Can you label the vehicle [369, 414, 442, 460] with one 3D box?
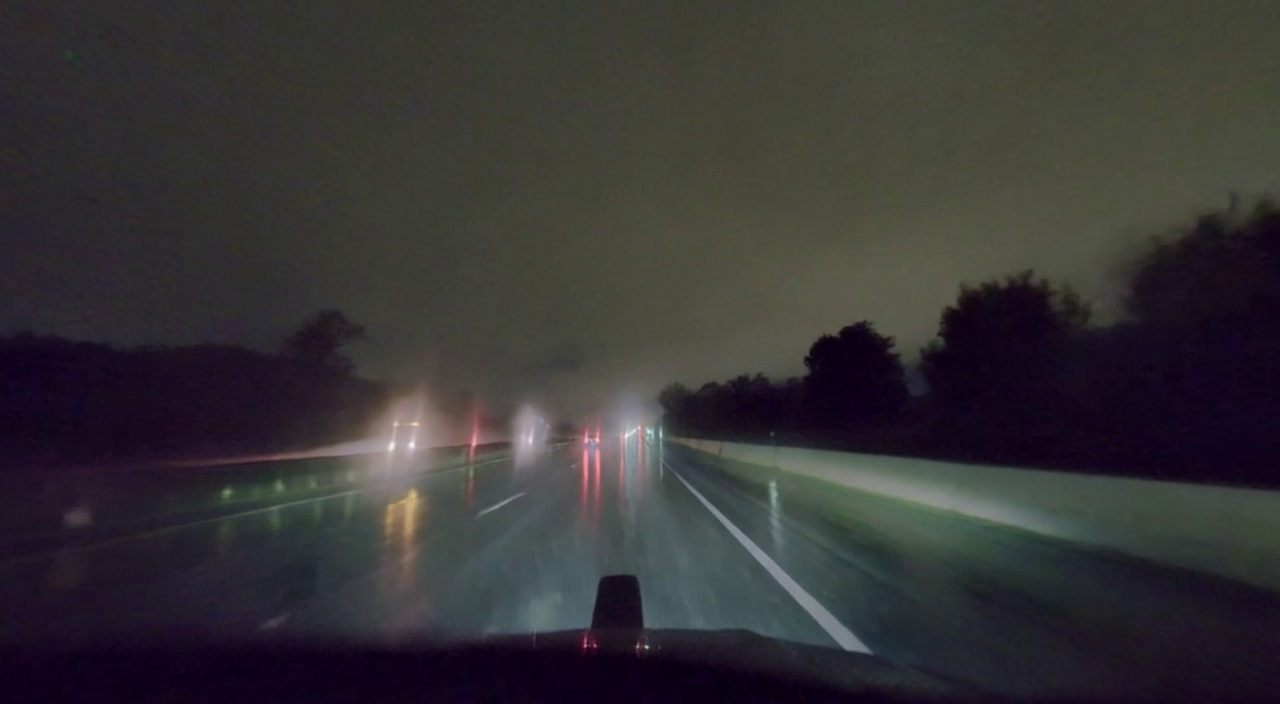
[{"bbox_3d":[-17.791,6.527,48.302,2.875,3.201,7.109,0,-8,0],"label":"vehicle"}]
